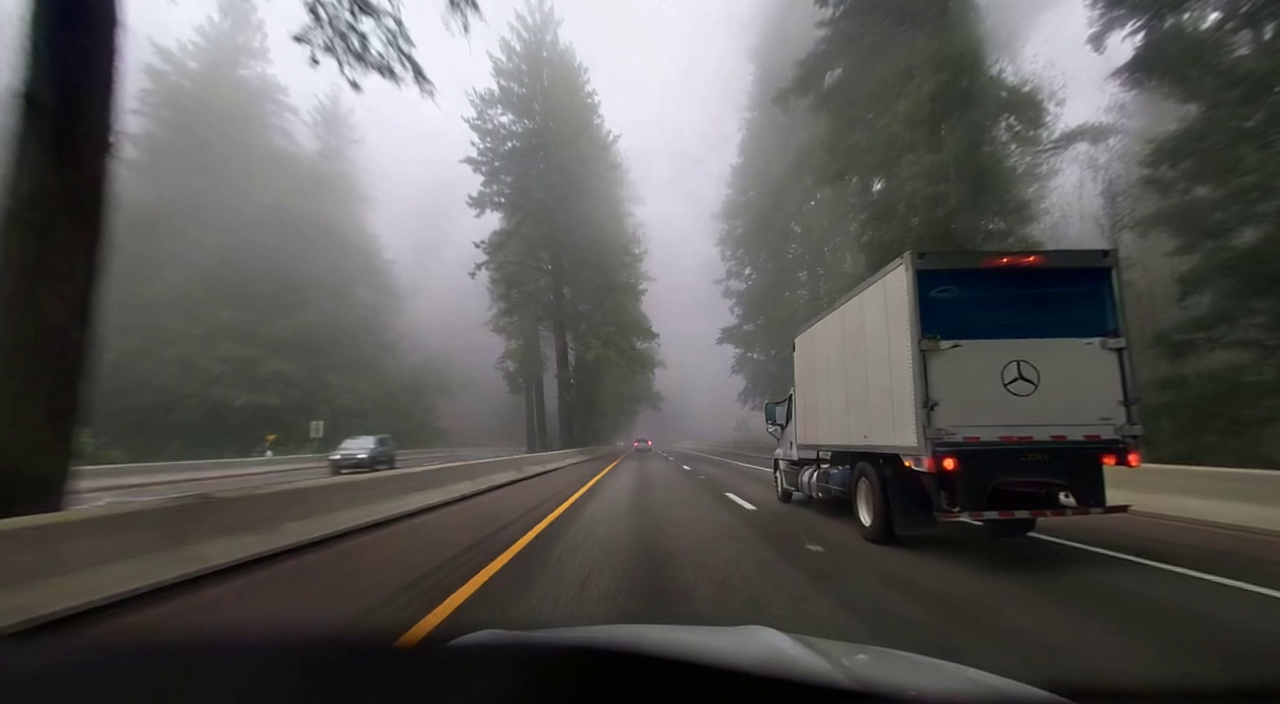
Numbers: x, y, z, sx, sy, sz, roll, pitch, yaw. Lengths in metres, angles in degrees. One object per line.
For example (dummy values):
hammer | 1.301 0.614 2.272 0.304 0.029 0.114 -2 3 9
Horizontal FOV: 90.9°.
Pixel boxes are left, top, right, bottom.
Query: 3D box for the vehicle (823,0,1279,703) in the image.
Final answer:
vehicle | 4.418 0.059 2.818 2.990 3.573 14.258 0 -8 0

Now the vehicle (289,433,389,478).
vehicle | -13.022 4.498 27.667 2.031 1.771 4.690 0 -8 1
